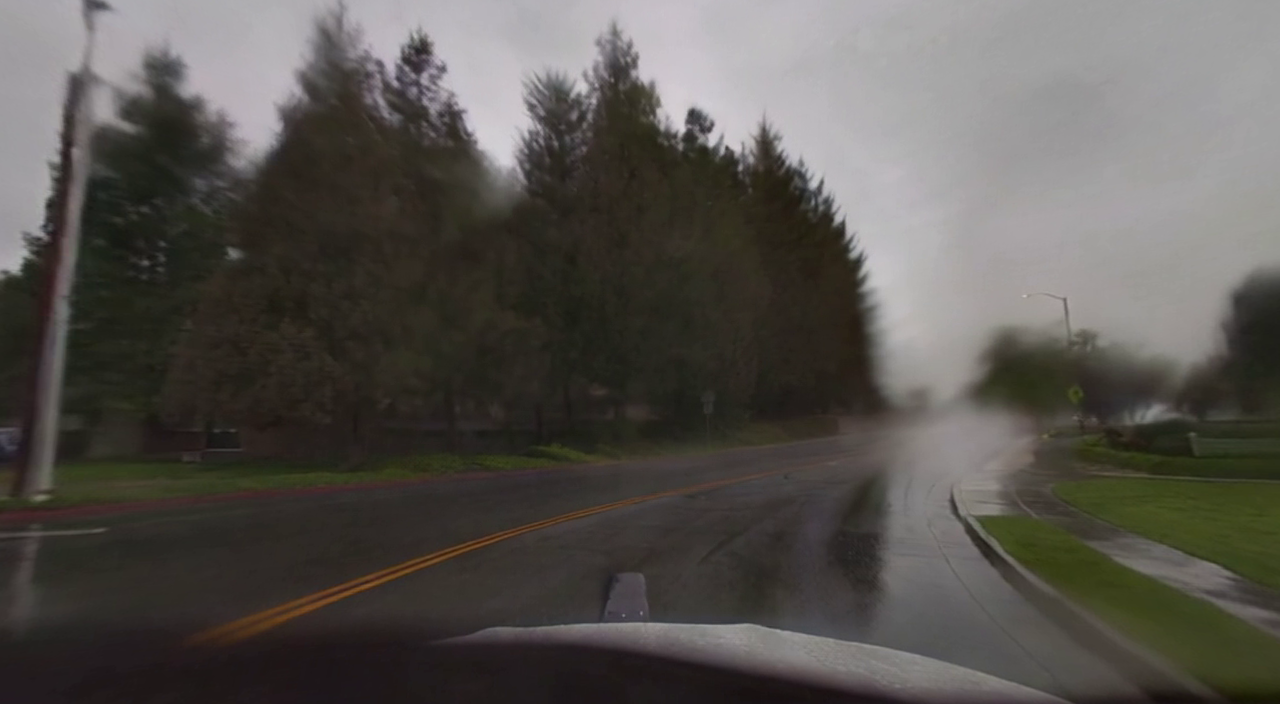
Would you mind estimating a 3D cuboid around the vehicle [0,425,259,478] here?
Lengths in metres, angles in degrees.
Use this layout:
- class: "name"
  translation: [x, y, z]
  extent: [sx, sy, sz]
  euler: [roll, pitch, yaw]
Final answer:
- class: "vehicle"
  translation: [-27.671, 5.156, 33.314]
  extent: [2.837, 2.354, 12.960]
  euler: [-5, -9, 28]
